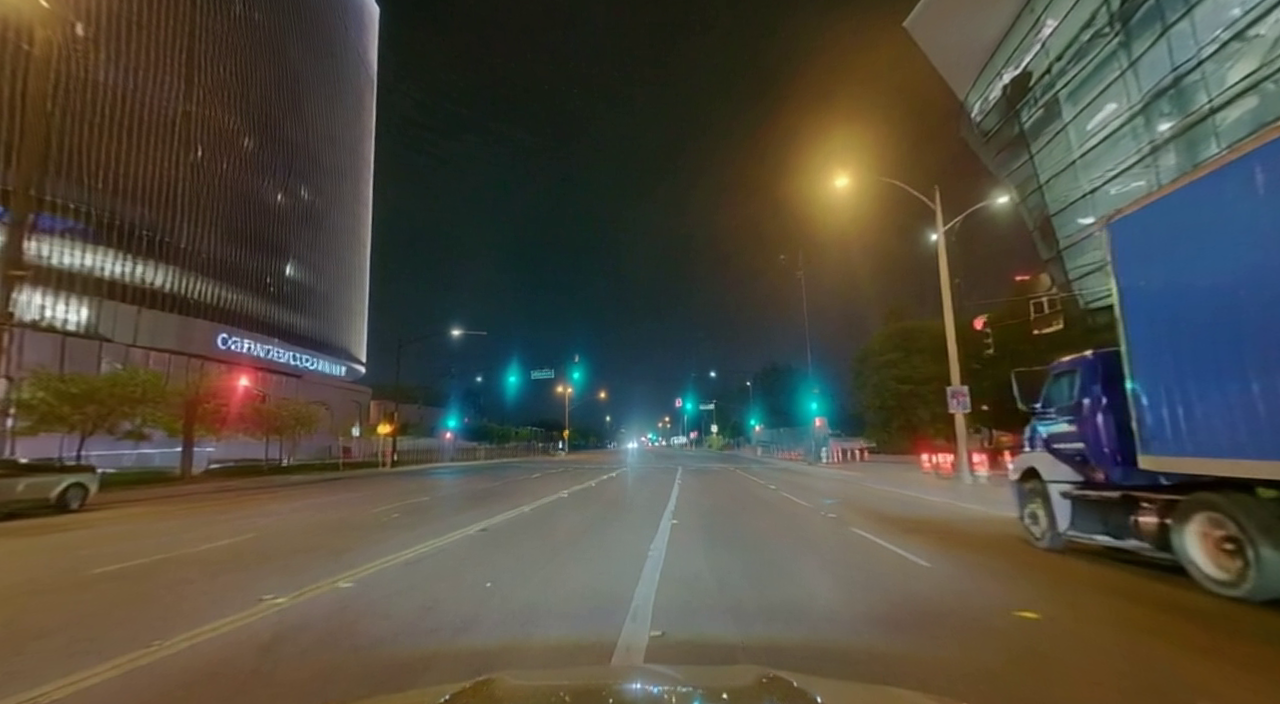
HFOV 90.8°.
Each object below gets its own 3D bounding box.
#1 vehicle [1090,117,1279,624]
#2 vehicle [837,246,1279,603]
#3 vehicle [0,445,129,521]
[{"bbox_3d":[6.421,-0.289,1.940,3.176,3.913,9.805,0,-8,3],"label":"vehicle"},{"bbox_3d":[6.877,1.481,12.215,3.016,4.240,9.383,0,-9,0],"label":"vehicle"},{"bbox_3d":[-15.136,3.042,14.887,1.925,1.665,4.893,0,-8,2],"label":"vehicle"}]
